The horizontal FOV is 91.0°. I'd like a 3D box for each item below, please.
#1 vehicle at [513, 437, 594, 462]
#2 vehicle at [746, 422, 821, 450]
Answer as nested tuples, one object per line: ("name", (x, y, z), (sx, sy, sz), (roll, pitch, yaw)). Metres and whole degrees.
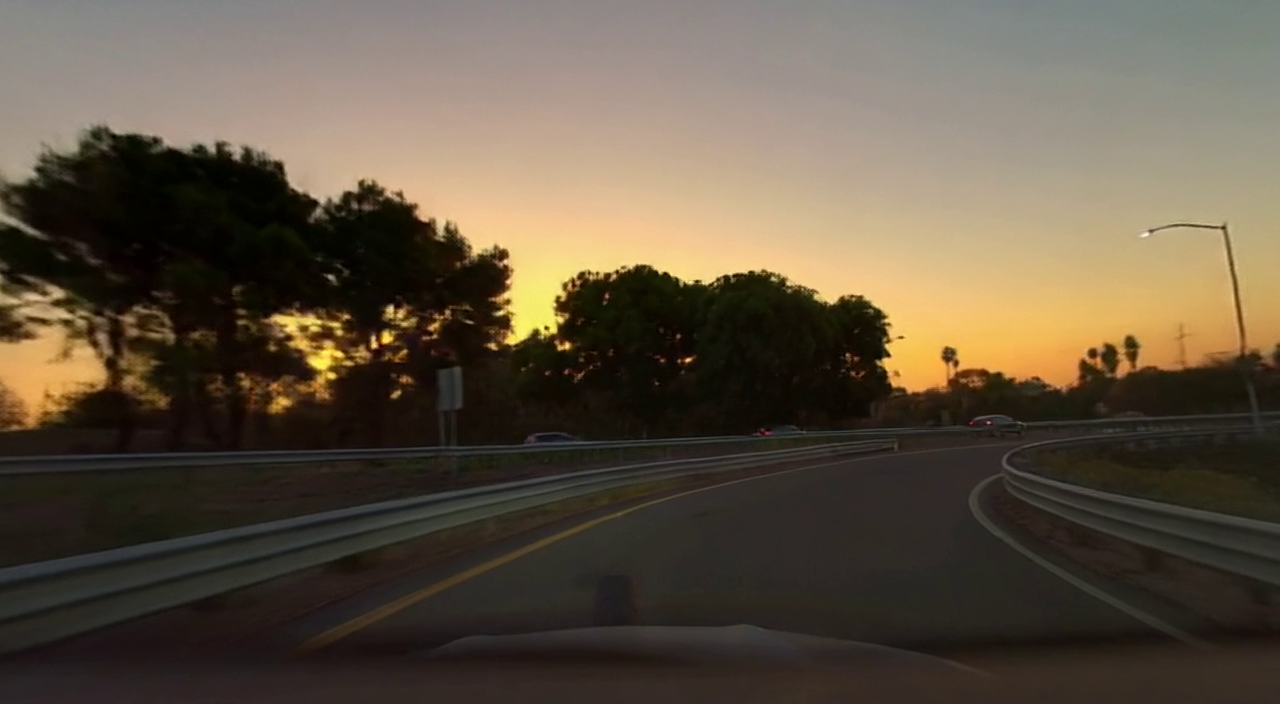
("vehicle", (-5.788, 6.548, 42.294), (4.957, 1.593, 1.871), (5, -10, -28))
("vehicle", (8.558, 5.049, 37.637), (3.990, 1.549, 1.971), (5, -10, -26))
